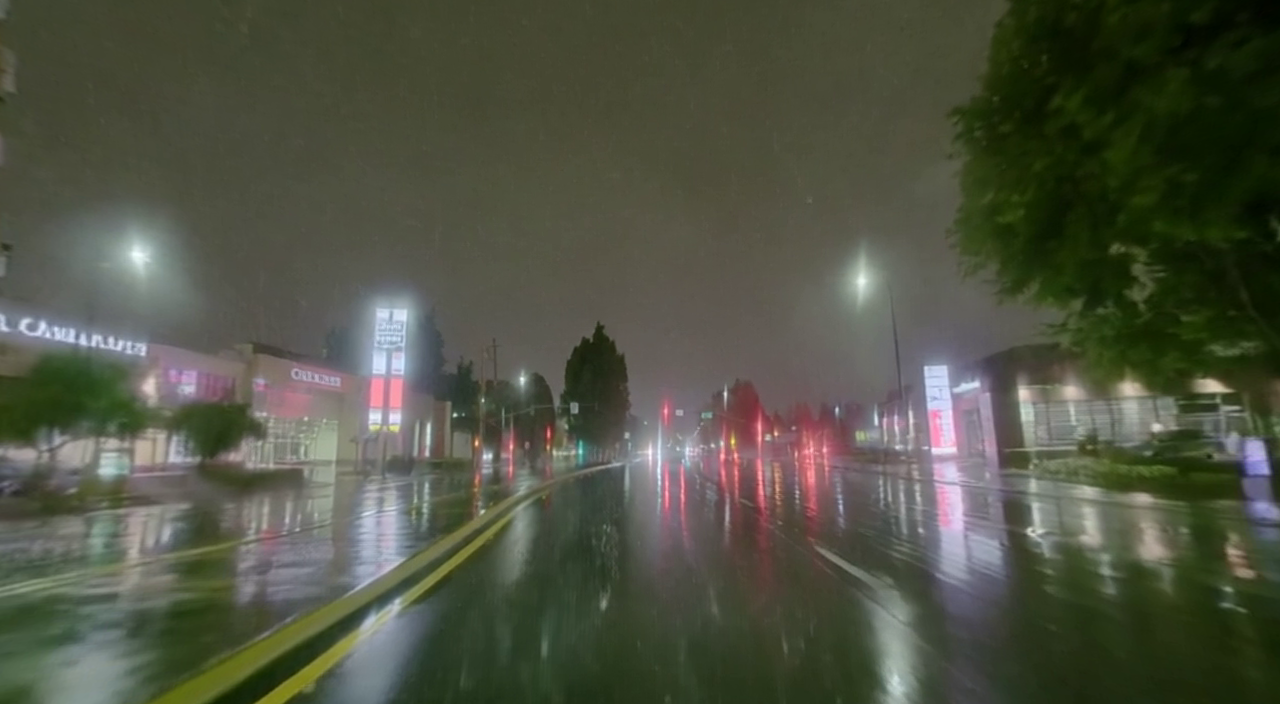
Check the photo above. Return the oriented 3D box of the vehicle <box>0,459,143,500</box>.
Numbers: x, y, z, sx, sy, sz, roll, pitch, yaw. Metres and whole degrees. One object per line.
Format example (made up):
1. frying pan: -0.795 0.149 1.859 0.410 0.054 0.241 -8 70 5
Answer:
1. vehicle: -24.289 5.422 27.187 1.908 1.502 4.584 0 -8 2
